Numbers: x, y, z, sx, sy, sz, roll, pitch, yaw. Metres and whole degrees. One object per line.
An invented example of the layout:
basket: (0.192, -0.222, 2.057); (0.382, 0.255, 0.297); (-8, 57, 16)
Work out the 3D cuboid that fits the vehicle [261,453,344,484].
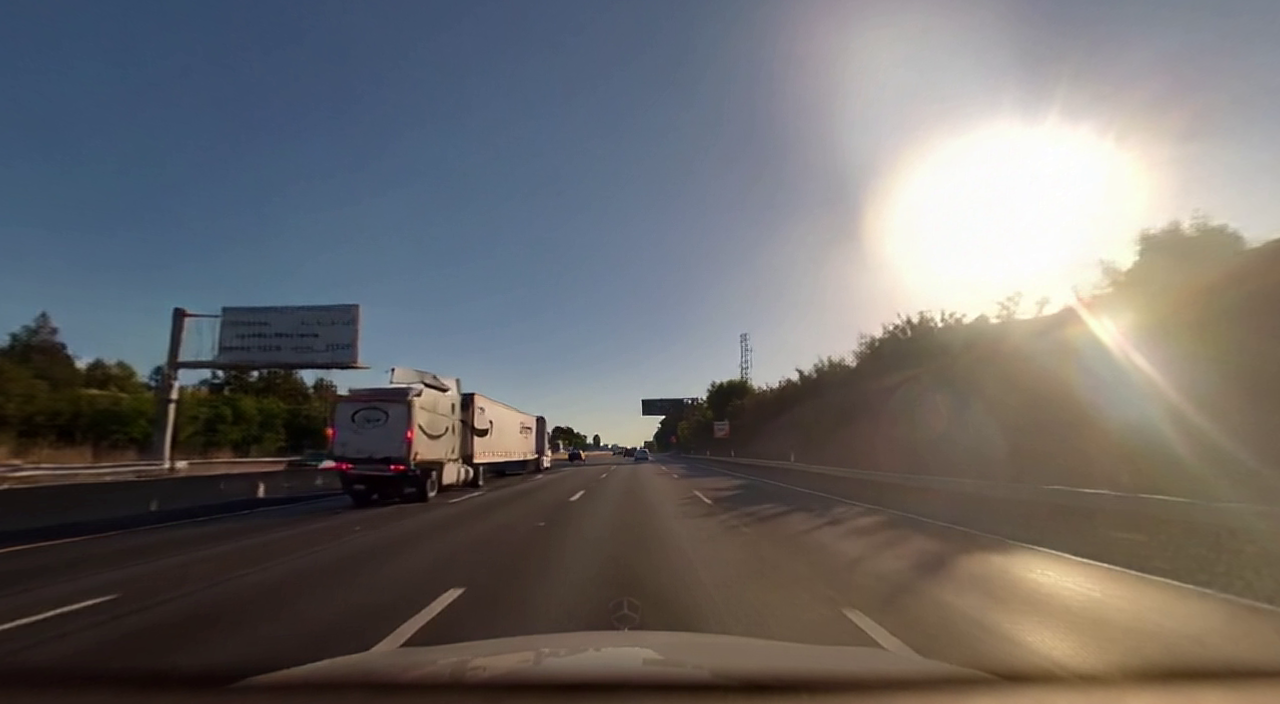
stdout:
vehicle: (-17.112, 5.887, 32.258); (1.862, 1.434, 4.448); (0, -9, -1)
